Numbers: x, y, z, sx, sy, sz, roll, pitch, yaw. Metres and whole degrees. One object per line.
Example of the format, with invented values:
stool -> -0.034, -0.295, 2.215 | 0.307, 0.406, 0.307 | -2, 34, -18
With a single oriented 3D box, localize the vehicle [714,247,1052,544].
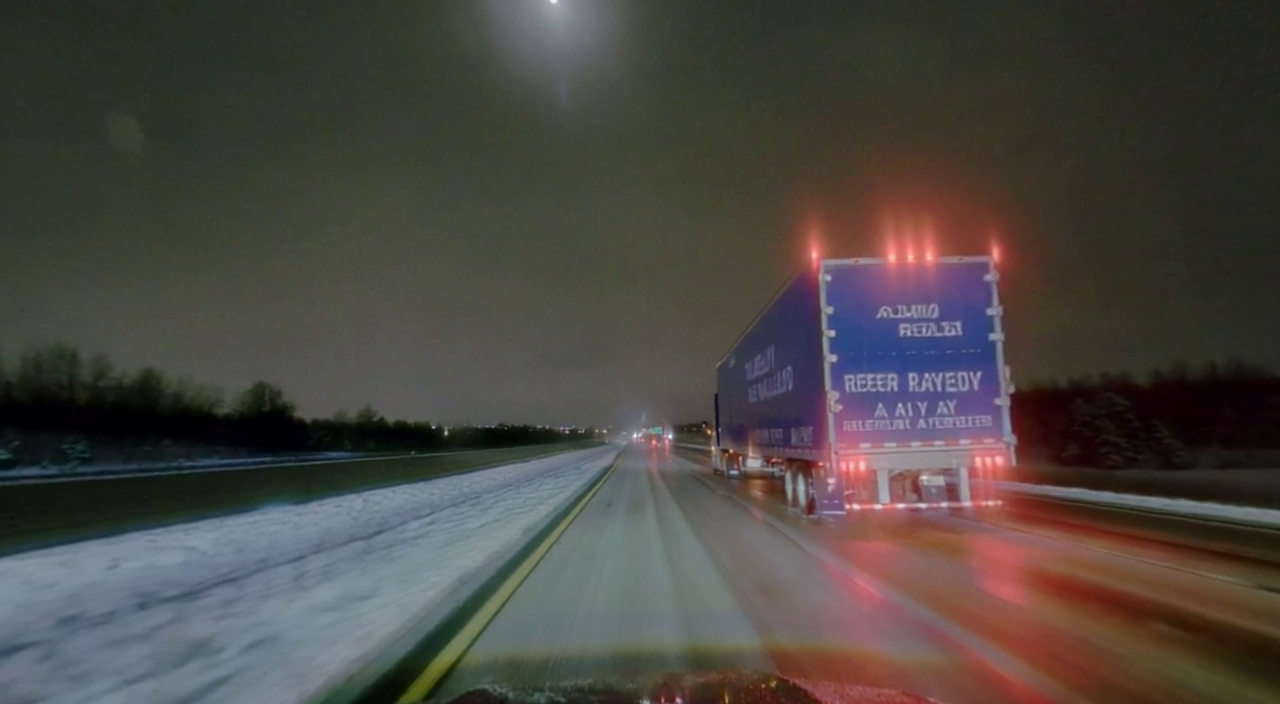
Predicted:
vehicle -> 4.095, 1.541, 15.676 | 3.006, 4.093, 14.142 | 0, -8, 1
